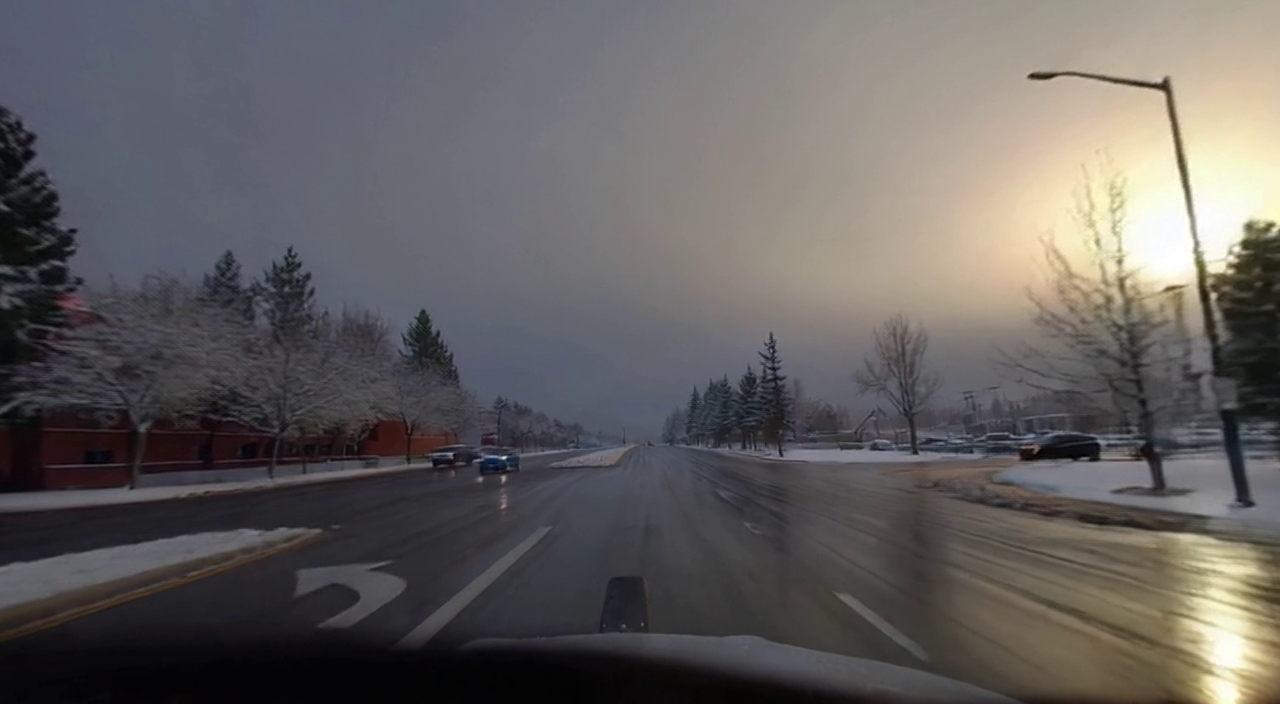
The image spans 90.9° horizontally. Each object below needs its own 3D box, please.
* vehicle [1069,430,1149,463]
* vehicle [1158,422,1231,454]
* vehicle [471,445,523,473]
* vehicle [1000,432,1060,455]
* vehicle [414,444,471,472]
[{"bbox_3d":[24.988,5.013,33.535,4.512,1.648,1.938,5,-10,-34],"label":"vehicle"},{"bbox_3d":[36.636,5.668,41.598,5.504,1.957,2.290,4,-10,-37],"label":"vehicle"},{"bbox_3d":[-8.036,6.045,35.860,1.911,1.499,4.032,-1,-8,2],"label":"vehicle"},{"bbox_3d":[30.309,7.094,48.945,5.036,1.698,2.031,6,-10,-35],"label":"vehicle"},{"bbox_3d":[-14.872,8.015,47.918,2.209,1.931,5.813,-1,-8,3],"label":"vehicle"}]
